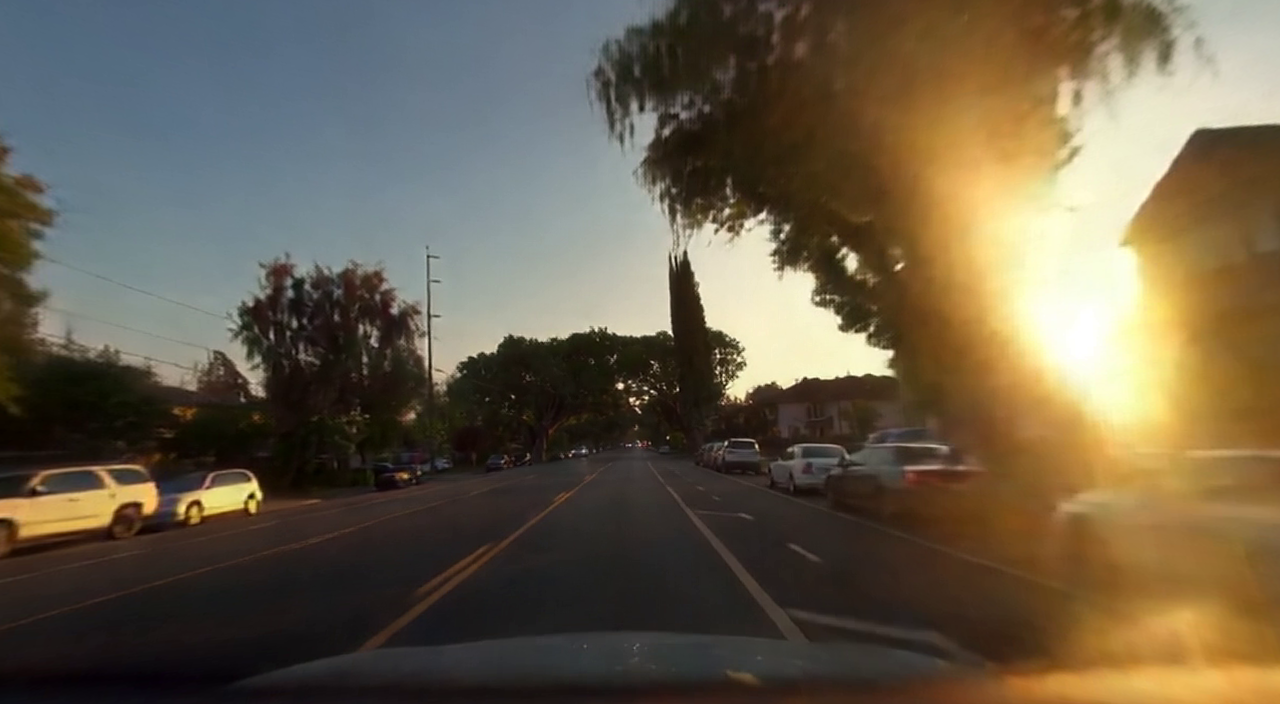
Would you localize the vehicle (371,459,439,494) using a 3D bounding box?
[{"bbox_3d":[-12.664,6.728,34.390,1.972,1.475,4.503,-5,-9,0],"label":"vehicle"}]

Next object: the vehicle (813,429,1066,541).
[{"bbox_3d":[4.819,2.210,11.269,1.933,1.511,5.086,0,-9,-1],"label":"vehicle"}]

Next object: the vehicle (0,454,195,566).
[{"bbox_3d":[-12.267,3.162,13.053,2.156,1.935,5.464,-3,-10,0],"label":"vehicle"}]

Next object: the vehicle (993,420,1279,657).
[{"bbox_3d":[4.910,1.269,4.667,1.923,1.454,4.460,0,-9,-2],"label":"vehicle"}]

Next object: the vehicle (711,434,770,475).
[{"bbox_3d":[4.542,4.731,29.305,1.919,1.698,4.747,0,-9,-1],"label":"vehicle"}]
